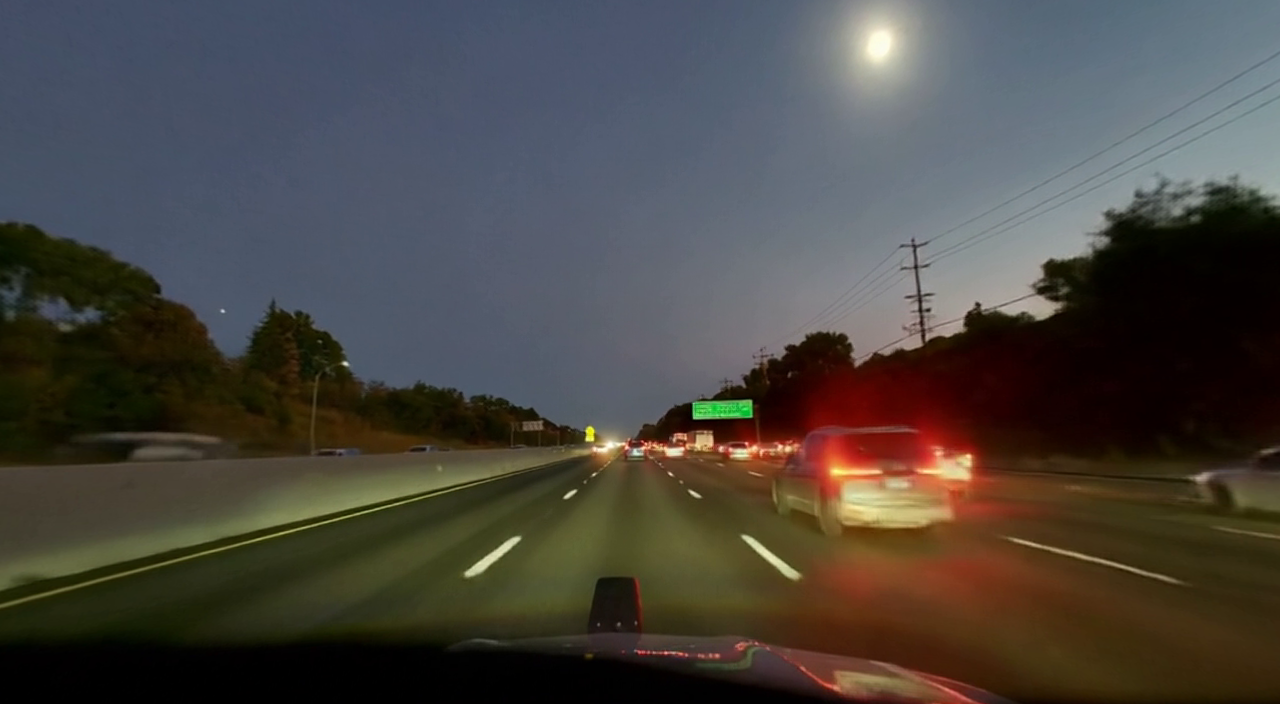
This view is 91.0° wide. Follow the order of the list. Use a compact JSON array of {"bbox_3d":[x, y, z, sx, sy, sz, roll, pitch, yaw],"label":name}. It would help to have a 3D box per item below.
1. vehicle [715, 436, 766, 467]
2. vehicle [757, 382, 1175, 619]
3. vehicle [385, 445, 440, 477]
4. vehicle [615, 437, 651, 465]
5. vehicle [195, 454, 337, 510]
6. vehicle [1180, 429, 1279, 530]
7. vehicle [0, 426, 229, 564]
[{"bbox_3d":[6.419,6.405,40.652,2.145,1.822,4.791,1,-8,-4],"label":"vehicle"},{"bbox_3d":[2.988,1.501,7.368,2.152,1.821,4.853,0,-8,-2],"label":"vehicle"},{"bbox_3d":[-15.645,7.475,43.563,2.010,2.033,5.111,1,-8,-2],"label":"vehicle"},{"bbox_3d":[-0.504,6.687,42.556,2.314,1.796,4.254,0,-8,-1],"label":"vehicle"},{"bbox_3d":[-11.858,4.109,20.376,1.893,1.508,4.418,0,-8,0],"label":"vehicle"},{"bbox_3d":[10.372,1.774,8.554,1.890,1.474,4.662,0,-8,-1],"label":"vehicle"},{"bbox_3d":[-8.783,2.013,9.497,2.047,1.650,4.600,0,-8,-1],"label":"vehicle"}]
